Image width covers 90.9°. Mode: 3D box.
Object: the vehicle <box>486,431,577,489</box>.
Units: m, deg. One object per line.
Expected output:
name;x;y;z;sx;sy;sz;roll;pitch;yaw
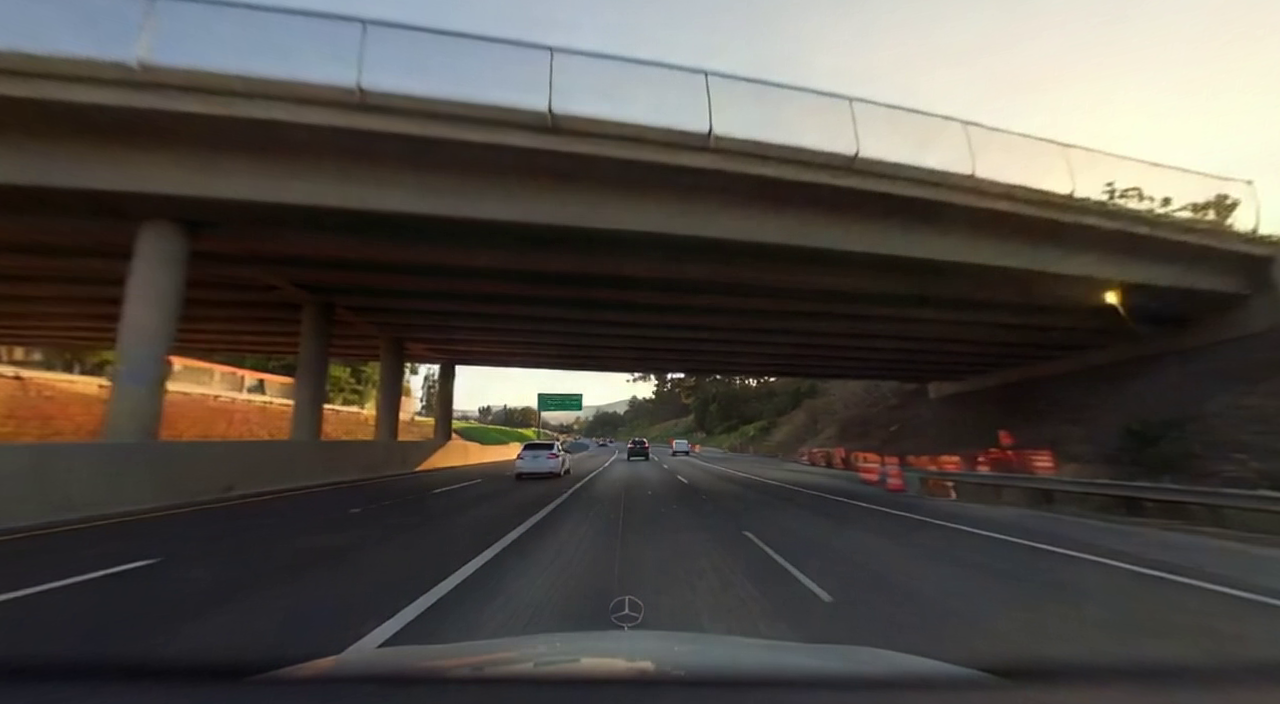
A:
vehicle;-3.414;3.506;20.840;2.114;1.650;4.730;-1;-8;1

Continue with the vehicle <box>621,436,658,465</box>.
vehicle;-0.048;6.519;41.823;2.328;1.805;4.502;0;-8;-1
